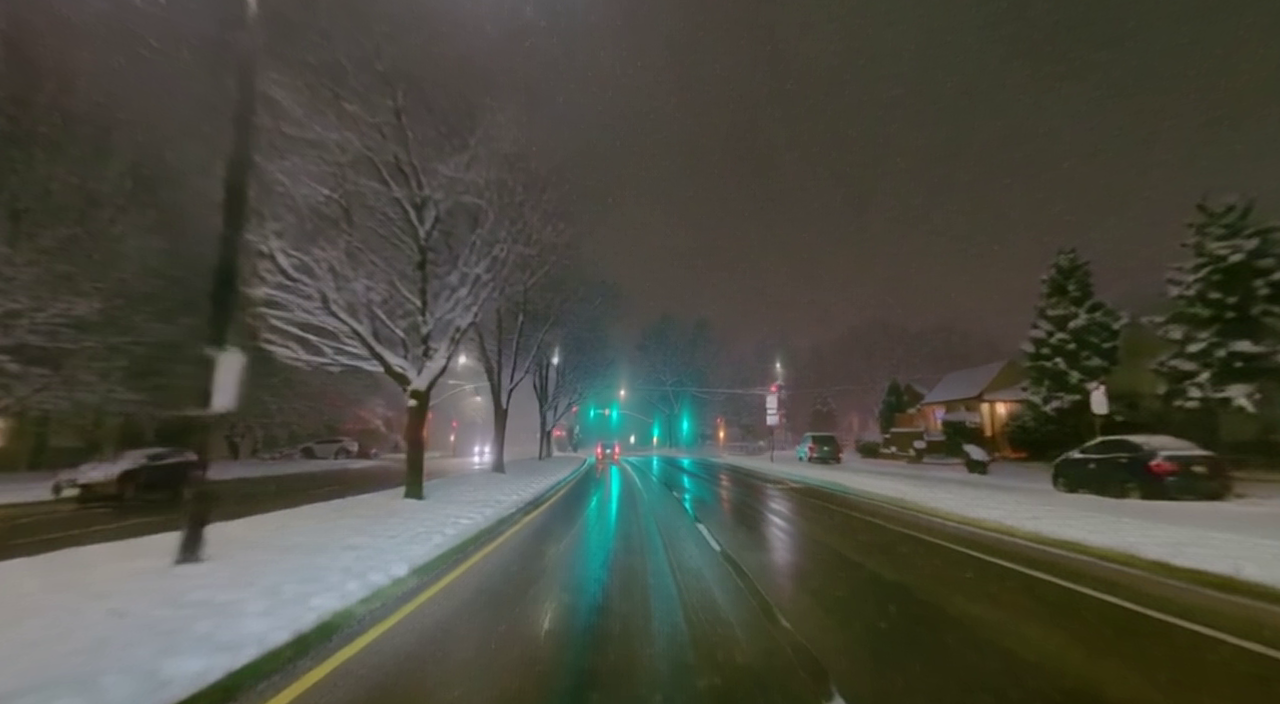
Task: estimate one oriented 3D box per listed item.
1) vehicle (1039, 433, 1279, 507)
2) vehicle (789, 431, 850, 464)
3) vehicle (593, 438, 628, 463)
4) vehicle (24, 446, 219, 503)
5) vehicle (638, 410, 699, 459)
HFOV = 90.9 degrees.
[{"bbox_3d":[11.725,2.656,14.711,1.839,1.445,4.484,0,-8,0],"label":"vehicle"},{"bbox_3d":[10.500,5.639,37.388,2.145,1.795,4.992,0,-8,0],"label":"vehicle"},{"bbox_3d":[-1.958,6.311,40.540,2.113,1.462,4.203,1,-8,-4],"label":"vehicle"},{"bbox_3d":[-15.199,3.570,18.911,2.070,1.469,4.524,1,-8,-2],"label":"vehicle"},{"bbox_3d":[1.901,6.517,49.282,3.037,3.261,12.926,1,-8,-5],"label":"vehicle"}]
